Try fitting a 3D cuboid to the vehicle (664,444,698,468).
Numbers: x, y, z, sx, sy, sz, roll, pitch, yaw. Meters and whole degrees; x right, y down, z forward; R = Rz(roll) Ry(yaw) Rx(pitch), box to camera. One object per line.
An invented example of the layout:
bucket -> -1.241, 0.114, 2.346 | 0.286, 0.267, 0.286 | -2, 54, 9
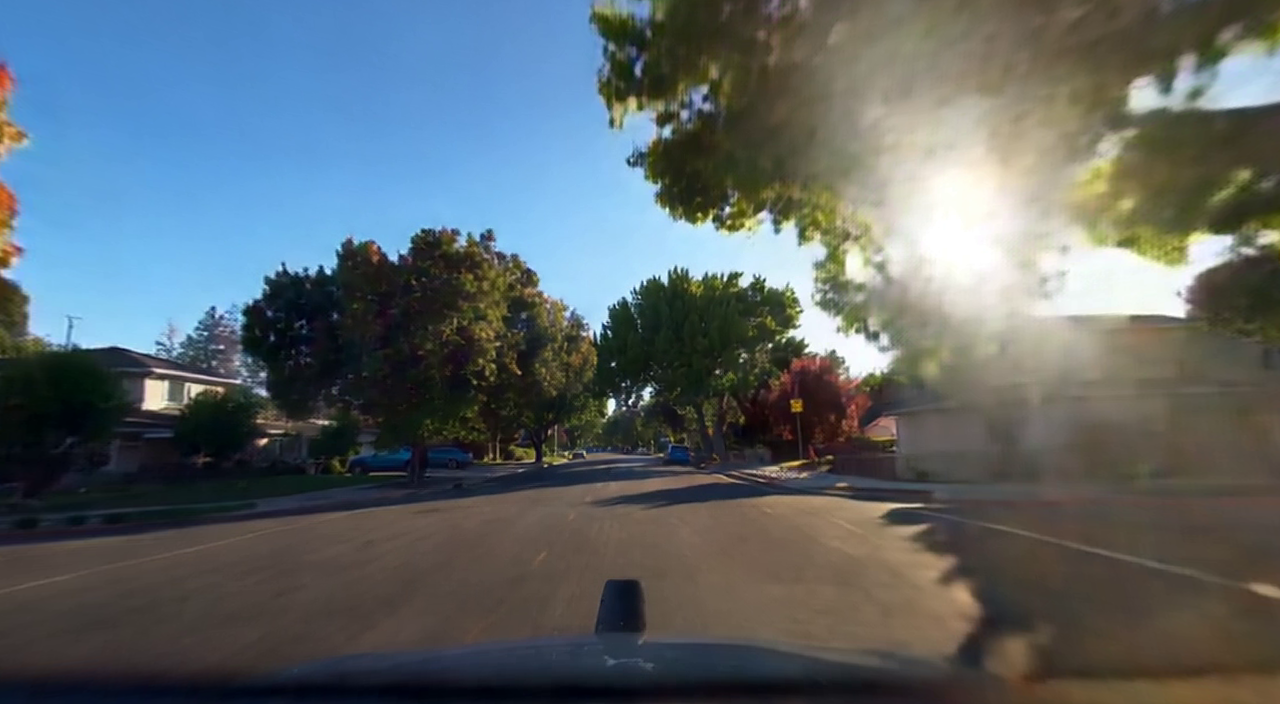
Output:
vehicle -> 2.893, 7.432, 45.337 | 2.114, 1.633, 4.042 | 0, -8, 0
